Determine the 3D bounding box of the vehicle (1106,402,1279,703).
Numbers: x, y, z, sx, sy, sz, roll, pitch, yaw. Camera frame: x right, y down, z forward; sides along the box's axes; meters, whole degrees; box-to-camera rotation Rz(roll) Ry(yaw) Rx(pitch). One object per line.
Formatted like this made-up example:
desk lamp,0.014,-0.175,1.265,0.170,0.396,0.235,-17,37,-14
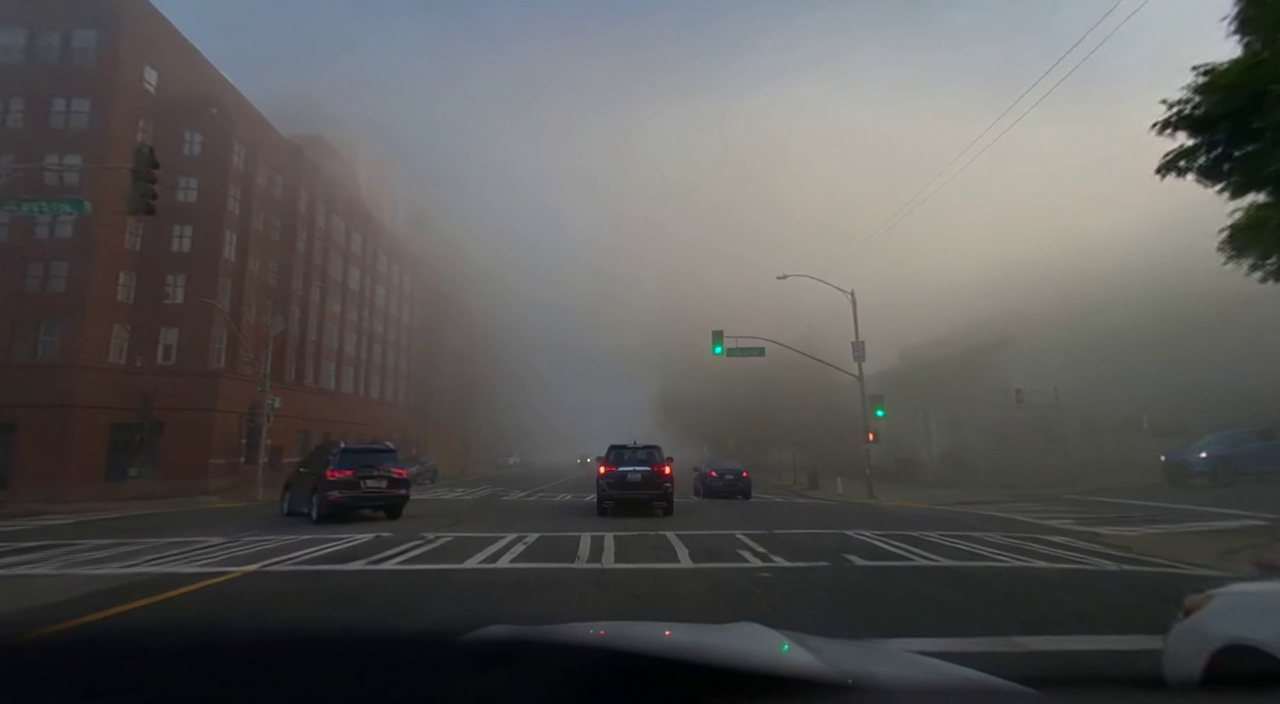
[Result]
vehicle,3.229,0.681,0.567,2.026,1.499,4.662,0,-9,0

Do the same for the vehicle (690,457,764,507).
vehicle,2.840,4.337,21.534,1.852,1.462,4.155,0,-9,-1

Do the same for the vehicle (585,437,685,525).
vehicle,-0.166,3.090,15.742,2.105,1.842,4.537,0,-9,-2

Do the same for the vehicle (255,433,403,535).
vehicle,-6.856,2.733,13.701,1.855,1.812,4.244,7,-11,-39

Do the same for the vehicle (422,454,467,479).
vehicle,-14.332,8.414,46.636,1.891,1.659,4.360,0,-9,0
